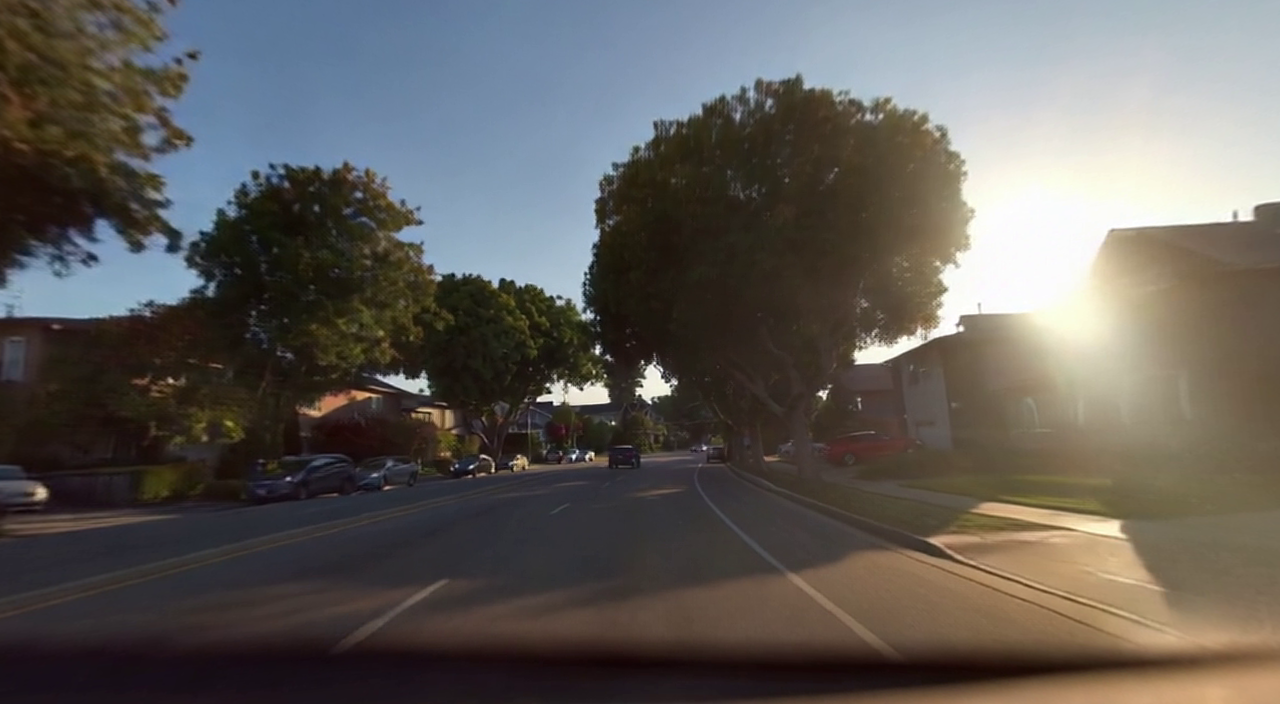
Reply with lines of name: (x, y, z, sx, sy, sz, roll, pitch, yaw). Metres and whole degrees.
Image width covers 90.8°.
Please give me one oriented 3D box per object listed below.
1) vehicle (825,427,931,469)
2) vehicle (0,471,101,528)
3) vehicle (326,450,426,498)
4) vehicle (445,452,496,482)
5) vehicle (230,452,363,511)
vehicle: (11.694, 4.762, 31.299, 4.383, 1.602, 1.920, -5, -9, 2)
vehicle: (-18.416, 4.246, 18.245, 1.872, 1.396, 4.150, -1, -8, 3)
vehicle: (-13.189, 6.096, 32.075, 2.114, 1.931, 5.936, -7, -9, 4)
vehicle: (-12.024, 8.163, 45.094, 2.009, 1.789, 4.449, -5, -9, 6)
vehicle: (-13.637, 5.100, 25.577, 2.157, 1.882, 5.479, -5, -9, 3)
